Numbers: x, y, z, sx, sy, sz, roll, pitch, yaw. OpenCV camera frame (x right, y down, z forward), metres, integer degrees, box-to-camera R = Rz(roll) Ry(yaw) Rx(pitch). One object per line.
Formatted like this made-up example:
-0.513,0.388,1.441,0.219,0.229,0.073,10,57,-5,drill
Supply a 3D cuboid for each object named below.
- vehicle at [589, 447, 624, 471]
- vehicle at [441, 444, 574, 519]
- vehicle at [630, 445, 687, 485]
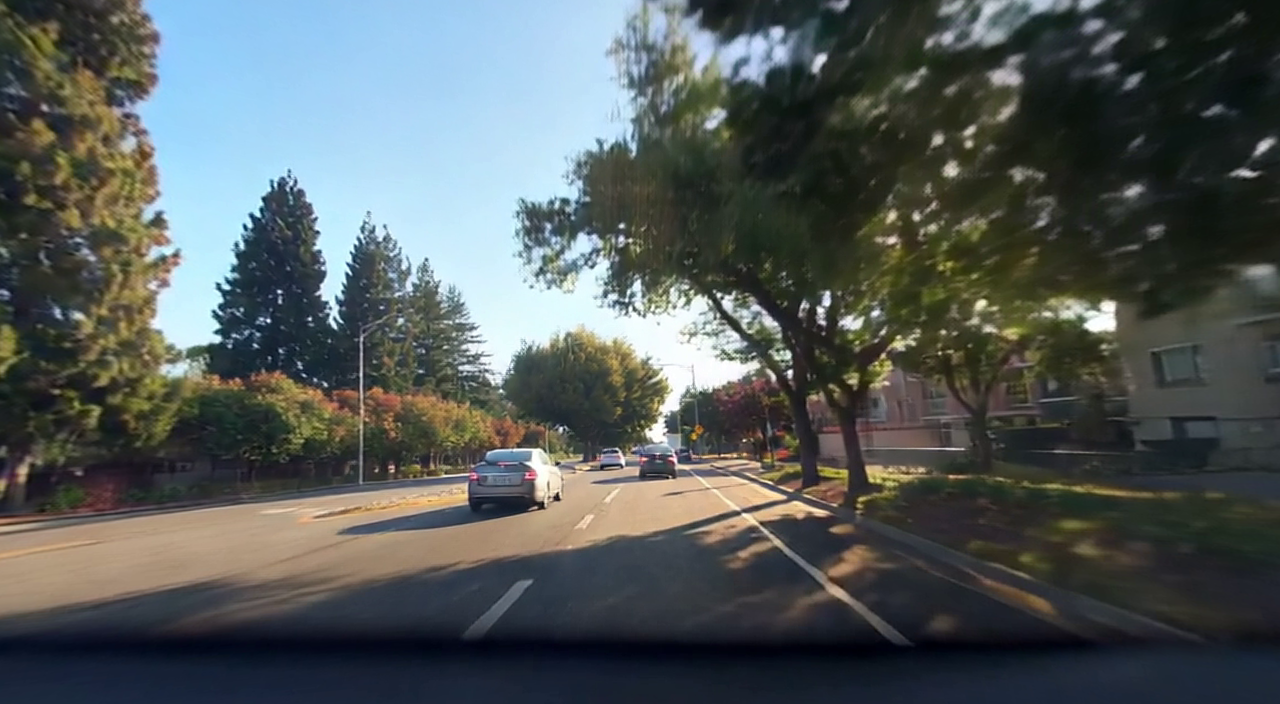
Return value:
-2.240,7.320,43.267,2.114,1.500,3.912,-1,-9,2,vehicle
-2.863,2.909,14.739,2.030,1.467,4.403,-1,-9,2,vehicle
0.708,4.491,25.272,2.065,1.456,4.099,0,-9,1,vehicle
